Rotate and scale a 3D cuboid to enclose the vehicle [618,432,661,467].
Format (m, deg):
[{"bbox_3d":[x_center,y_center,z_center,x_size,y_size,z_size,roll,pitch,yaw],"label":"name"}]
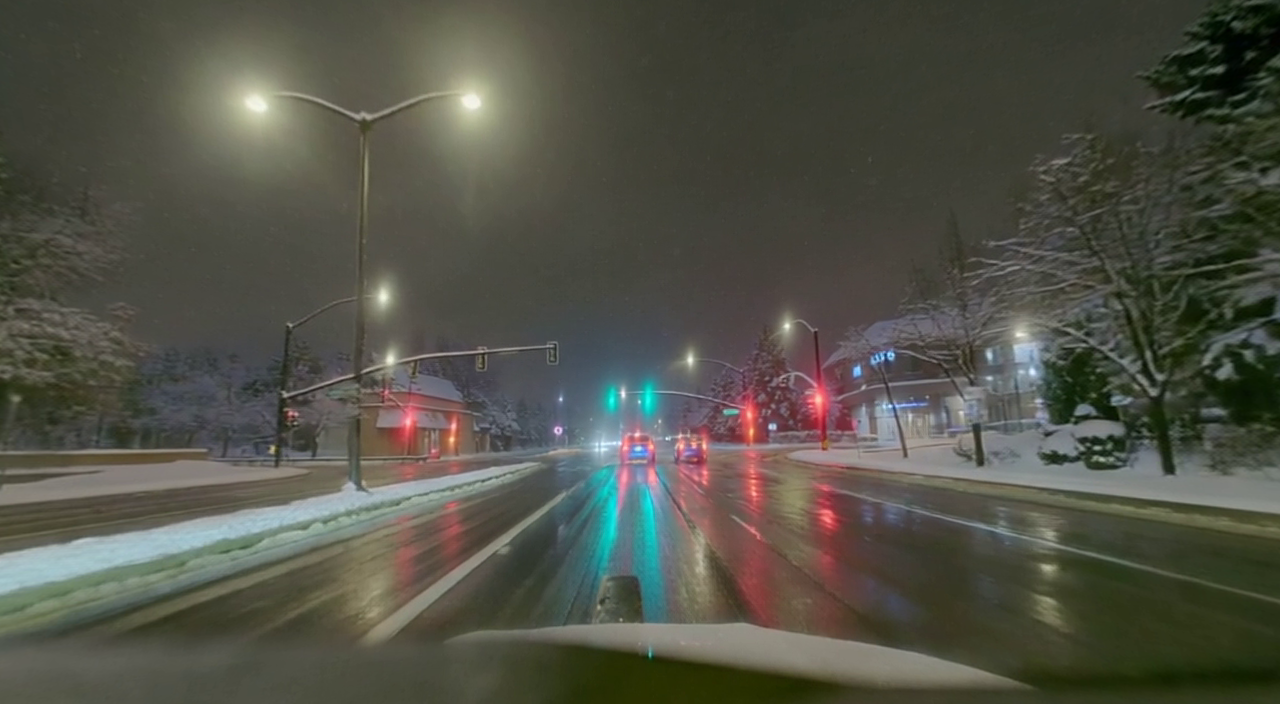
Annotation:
[{"bbox_3d":[-0.104,5.863,38.011,2.413,1.939,4.716,0,-8,-2],"label":"vehicle"}]

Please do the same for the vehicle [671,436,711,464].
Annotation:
[{"bbox_3d":[3.287,6.390,41.225,2.107,1.736,4.228,0,-8,-2],"label":"vehicle"}]
